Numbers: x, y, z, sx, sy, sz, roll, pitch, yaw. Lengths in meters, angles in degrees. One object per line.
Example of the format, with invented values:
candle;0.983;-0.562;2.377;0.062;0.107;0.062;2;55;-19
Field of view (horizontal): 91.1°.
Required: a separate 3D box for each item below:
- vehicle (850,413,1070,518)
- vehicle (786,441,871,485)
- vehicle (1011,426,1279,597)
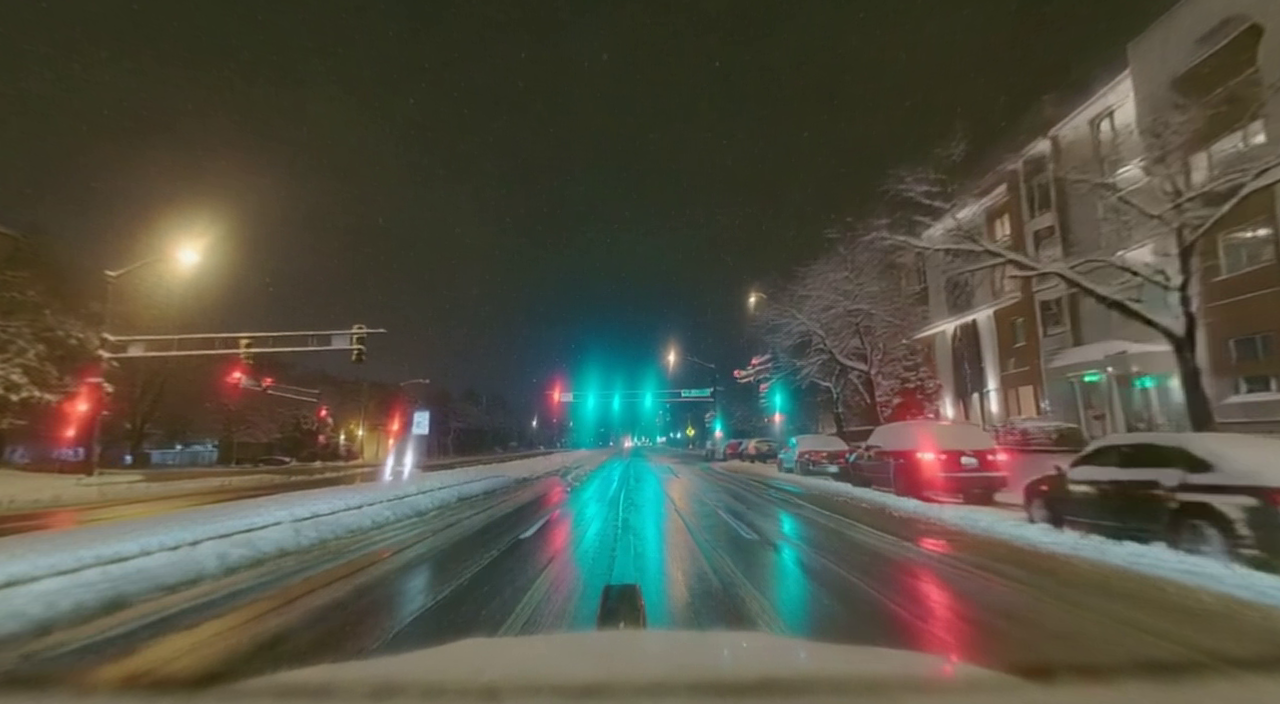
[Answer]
vehicle;6.607;2.421;13.839;2.169;1.876;4.931;0;-9;-1
vehicle;6.945;4.127;23.651;1.880;1.483;4.510;0;-9;1
vehicle;6.680;1.704;7.432;1.863;1.512;4.525;0;-9;1
